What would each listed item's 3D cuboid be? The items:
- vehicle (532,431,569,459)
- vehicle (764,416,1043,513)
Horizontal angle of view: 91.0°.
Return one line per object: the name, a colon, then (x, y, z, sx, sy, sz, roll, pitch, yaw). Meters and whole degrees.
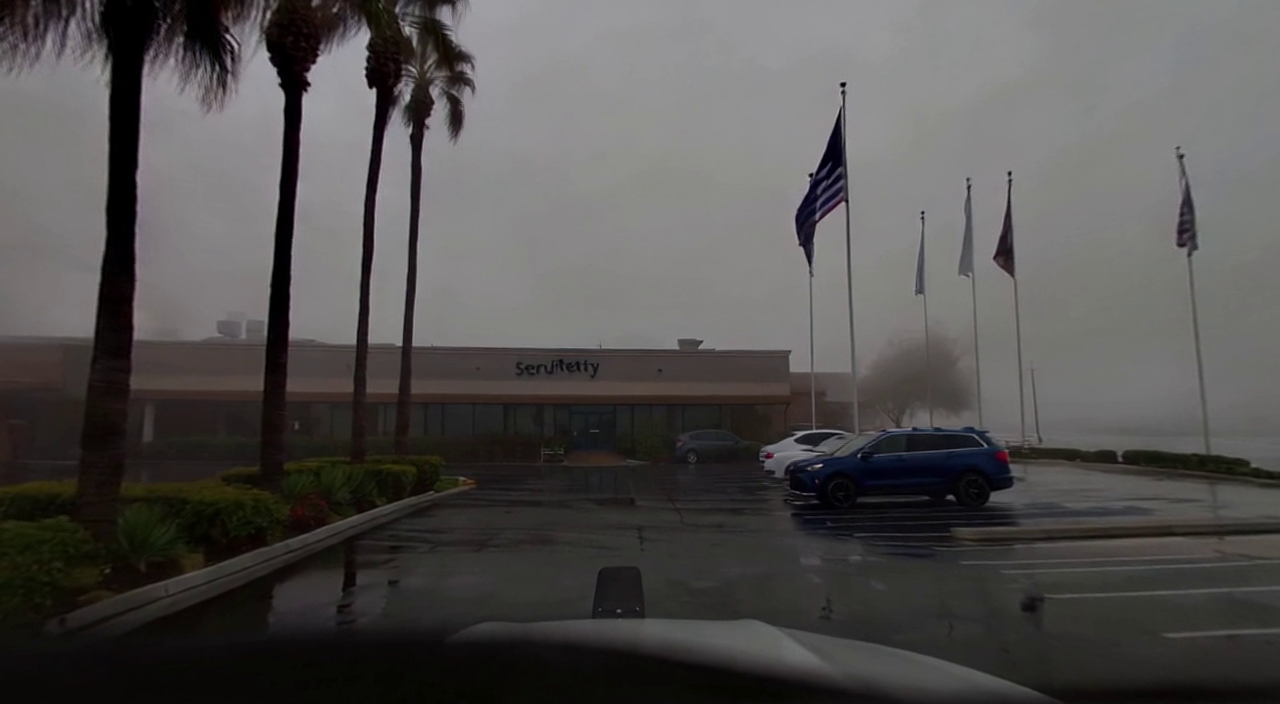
vehicle: (-6.471, 6.816, 46.028, 1.943, 1.890, 4.472, 1, -9, 1)
vehicle: (4.911, 2.163, 12.319, 4.567, 1.723, 1.926, 0, -8, 0)
